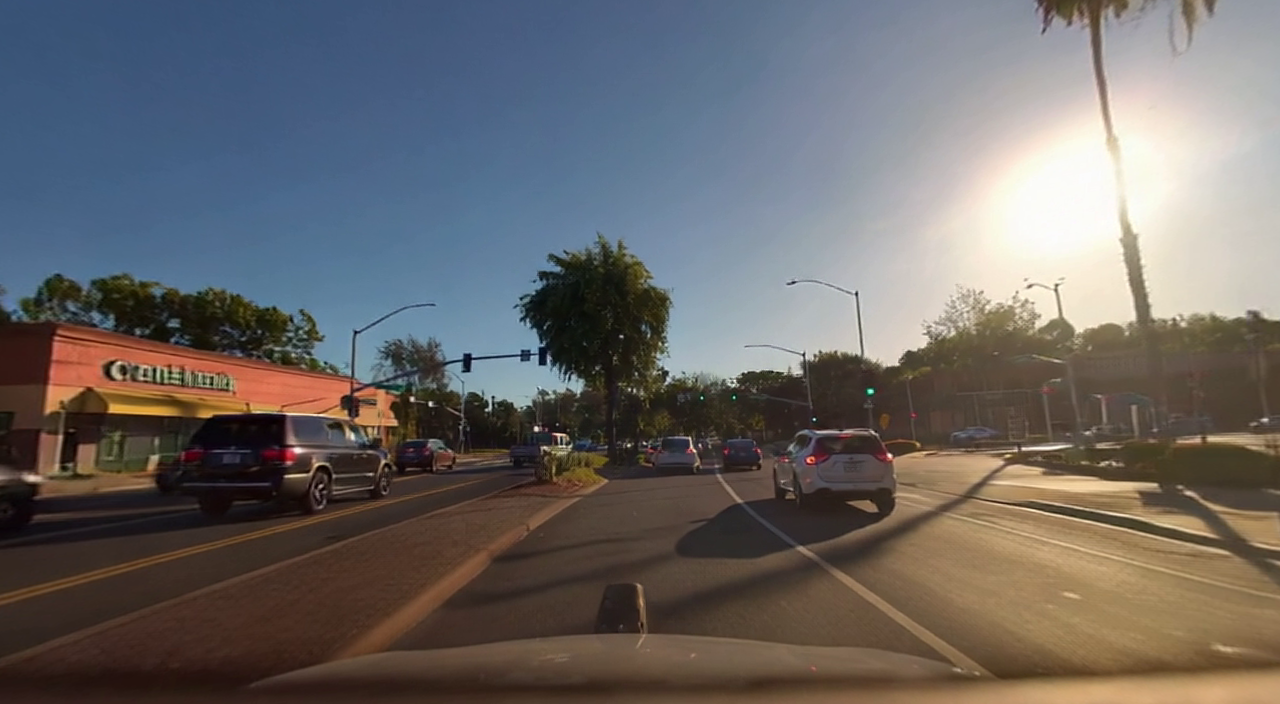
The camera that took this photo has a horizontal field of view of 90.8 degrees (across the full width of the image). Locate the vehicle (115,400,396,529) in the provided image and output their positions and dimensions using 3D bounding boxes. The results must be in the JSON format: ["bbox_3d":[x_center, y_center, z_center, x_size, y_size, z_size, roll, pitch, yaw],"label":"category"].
[{"bbox_3d":[-6.596,2.012,11.711,2.127,1.888,4.637,-1,-8,2],"label":"vehicle"}]

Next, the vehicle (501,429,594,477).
[{"bbox_3d":[-3.620,4.074,25.762,2.088,1.746,4.650,-2,-9,15],"label":"vehicle"}]

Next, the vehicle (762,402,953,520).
[{"bbox_3d":[4.103,2.191,13.098,2.267,1.931,5.145,-1,-8,2],"label":"vehicle"}]

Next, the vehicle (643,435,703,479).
[{"bbox_3d":[1.254,3.884,23.580,2.057,1.492,3.825,-1,-8,4],"label":"vehicle"}]

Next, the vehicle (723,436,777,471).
[{"bbox_3d":[5.128,4.796,30.097,2.149,1.532,4.168,-1,-8,5],"label":"vehicle"}]

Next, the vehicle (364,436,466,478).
[{"bbox_3d":[-8.576,4.054,24.590,2.017,1.472,4.418,-1,-8,5],"label":"vehicle"}]
